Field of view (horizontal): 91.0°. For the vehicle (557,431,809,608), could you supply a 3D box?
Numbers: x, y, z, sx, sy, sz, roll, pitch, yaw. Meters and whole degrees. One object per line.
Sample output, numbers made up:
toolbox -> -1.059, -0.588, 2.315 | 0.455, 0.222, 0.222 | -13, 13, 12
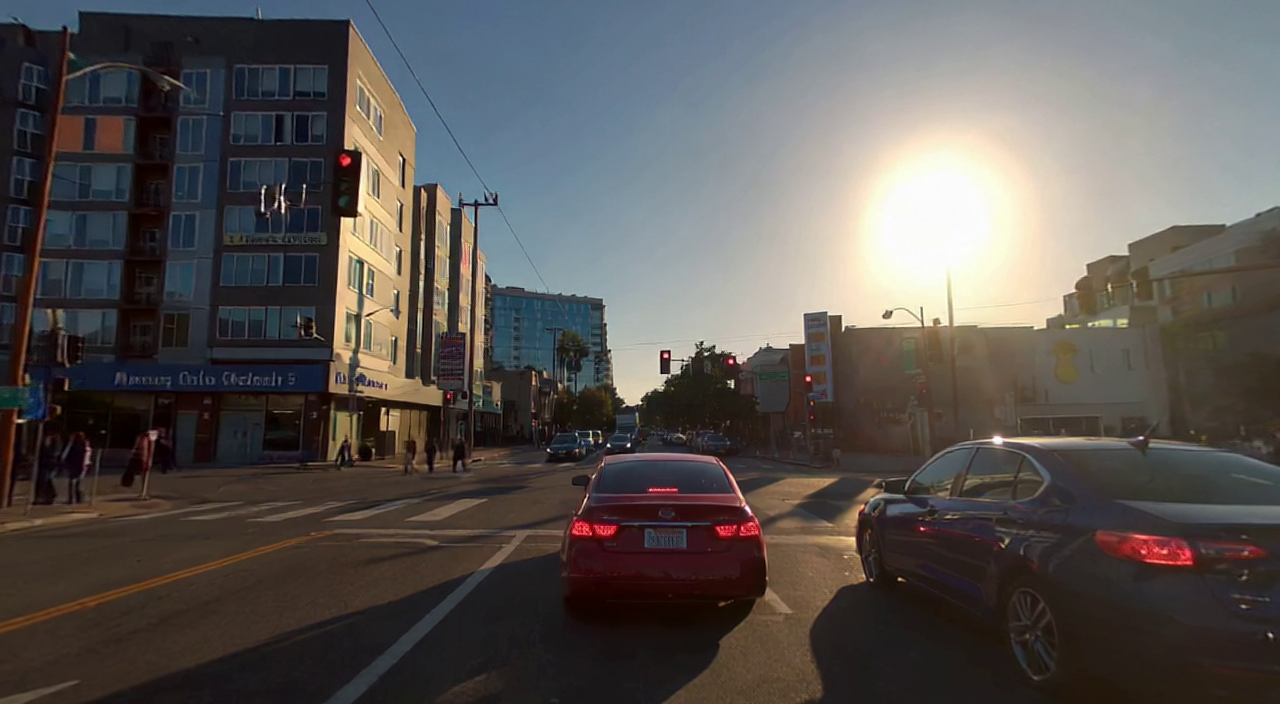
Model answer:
vehicle -> 0.289, 1.714, 7.422 | 2.132, 1.464, 4.089 | 0, -8, -2

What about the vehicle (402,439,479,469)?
vehicle -> -11.497, 5.884, 36.544 | 2.030, 1.596, 3.912 | -5, -10, 28

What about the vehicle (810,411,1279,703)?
vehicle -> 2.815, 1.292, 4.552 | 1.961, 1.498, 4.356 | 0, -8, 0
